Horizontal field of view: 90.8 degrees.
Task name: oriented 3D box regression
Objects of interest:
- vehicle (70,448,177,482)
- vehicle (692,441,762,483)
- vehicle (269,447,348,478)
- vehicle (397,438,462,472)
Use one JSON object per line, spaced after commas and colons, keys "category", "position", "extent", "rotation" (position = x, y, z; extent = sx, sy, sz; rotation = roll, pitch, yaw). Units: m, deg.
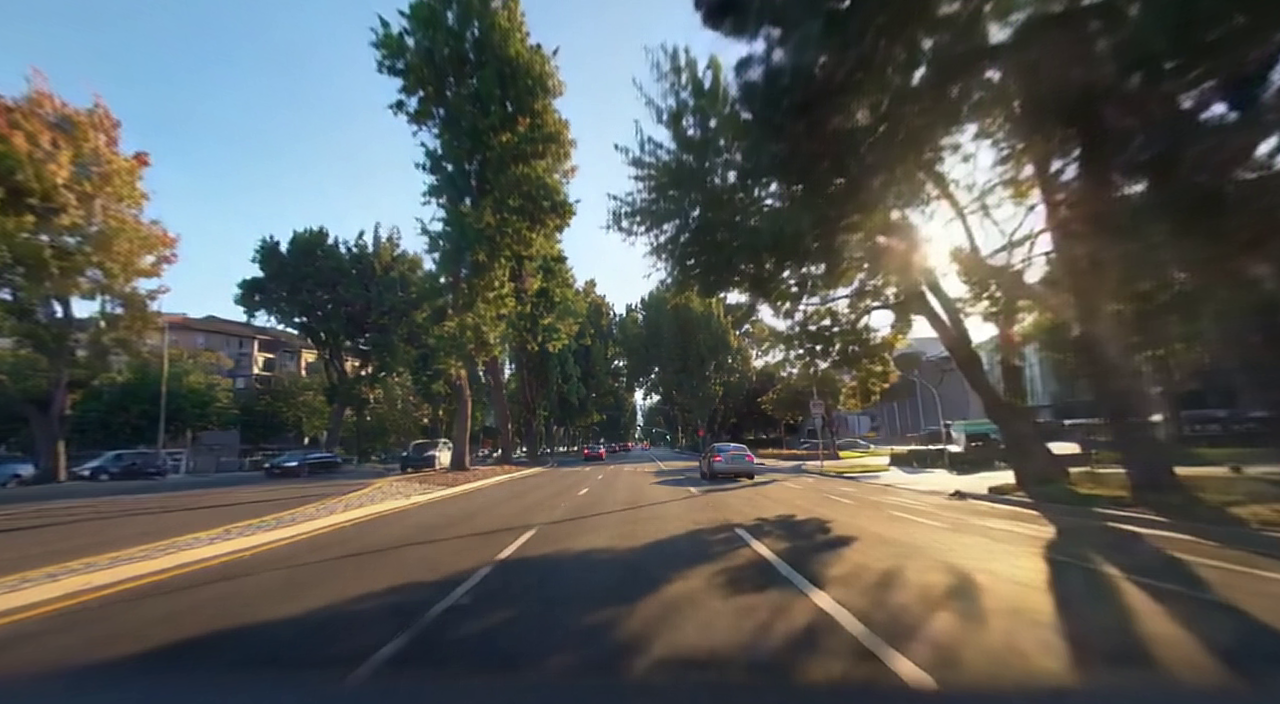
{"category": "vehicle", "position": [-30.396, 6.624, 37.284], "extent": [4.409, 1.912, 2.090], "rotation": [0, -9, 0]}
{"category": "vehicle", "position": [3.182, 4.120, 23.974], "extent": [1.966, 1.449, 4.290], "rotation": [0, -9, -1]}
{"category": "vehicle", "position": [-17.455, 5.821, 33.466], "extent": [1.897, 1.507, 4.132], "rotation": [0, -9, 0]}
{"category": "vehicle", "position": [-11.370, 5.592, 34.406], "extent": [2.027, 1.716, 4.357], "rotation": [0, -9, 0]}
